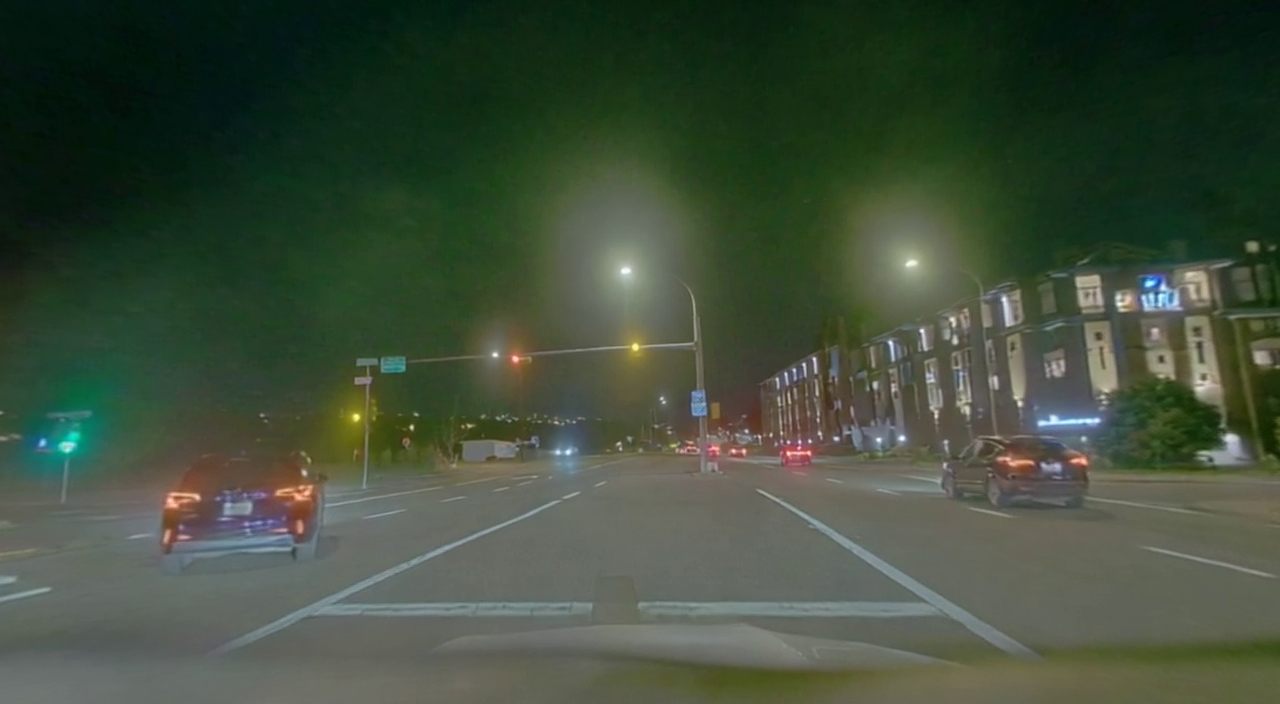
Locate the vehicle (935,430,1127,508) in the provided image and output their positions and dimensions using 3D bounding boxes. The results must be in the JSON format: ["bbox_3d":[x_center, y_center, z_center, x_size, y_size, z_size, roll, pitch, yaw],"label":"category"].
[{"bbox_3d":[9.099,2.747,15.117,2.007,1.586,4.210,-1,-9,3],"label":"vehicle"}]

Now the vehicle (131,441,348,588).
[{"bbox_3d":[-5.515,2.050,8.786,2.014,1.525,3.670,5,-10,-32],"label":"vehicle"}]

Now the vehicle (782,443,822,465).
[{"bbox_3d":[11.636,7.324,45.211,1.931,1.475,4.092,-1,-9,3],"label":"vehicle"}]
